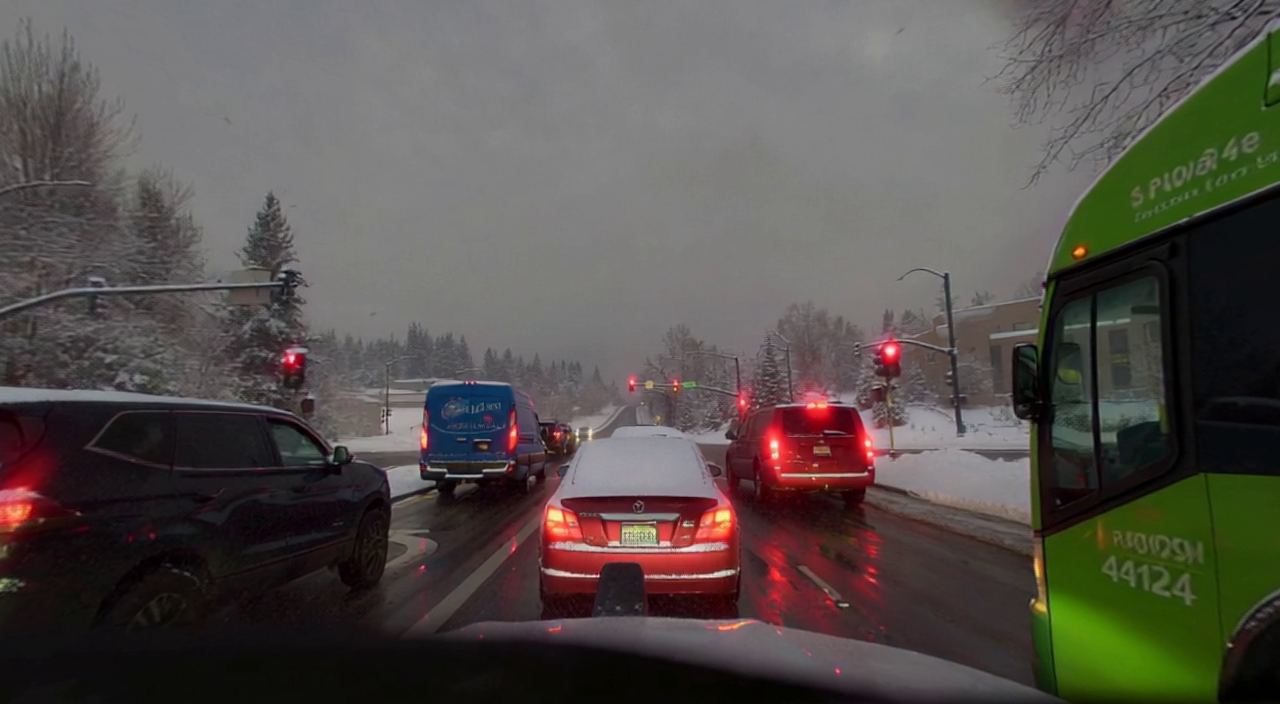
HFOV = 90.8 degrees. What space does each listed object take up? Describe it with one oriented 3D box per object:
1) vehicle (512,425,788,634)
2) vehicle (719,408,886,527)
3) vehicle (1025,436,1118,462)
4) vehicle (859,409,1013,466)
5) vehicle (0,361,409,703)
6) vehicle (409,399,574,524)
[{"bbox_3d":[0.067,1.549,6.421,1.976,1.485,3.624,0,-8,0],"label":"vehicle"},{"bbox_3d":[3.148,2.401,13.665,2.143,2.036,5.367,0,-8,0],"label":"vehicle"},{"bbox_3d":[25.897,5.822,37.983,4.229,1.489,1.794,0,-8,-1],"label":"vehicle"},{"bbox_3d":[17.604,5.132,37.918,7.839,3.213,2.628,0,-8,-3],"label":"vehicle"},{"bbox_3d":[-3.405,1.178,4.633,1.921,1.701,3.989,0,-8,-1],"label":"vehicle"},{"bbox_3d":[-2.926,2.352,13.970,2.335,2.221,5.165,0,-8,1],"label":"vehicle"}]
